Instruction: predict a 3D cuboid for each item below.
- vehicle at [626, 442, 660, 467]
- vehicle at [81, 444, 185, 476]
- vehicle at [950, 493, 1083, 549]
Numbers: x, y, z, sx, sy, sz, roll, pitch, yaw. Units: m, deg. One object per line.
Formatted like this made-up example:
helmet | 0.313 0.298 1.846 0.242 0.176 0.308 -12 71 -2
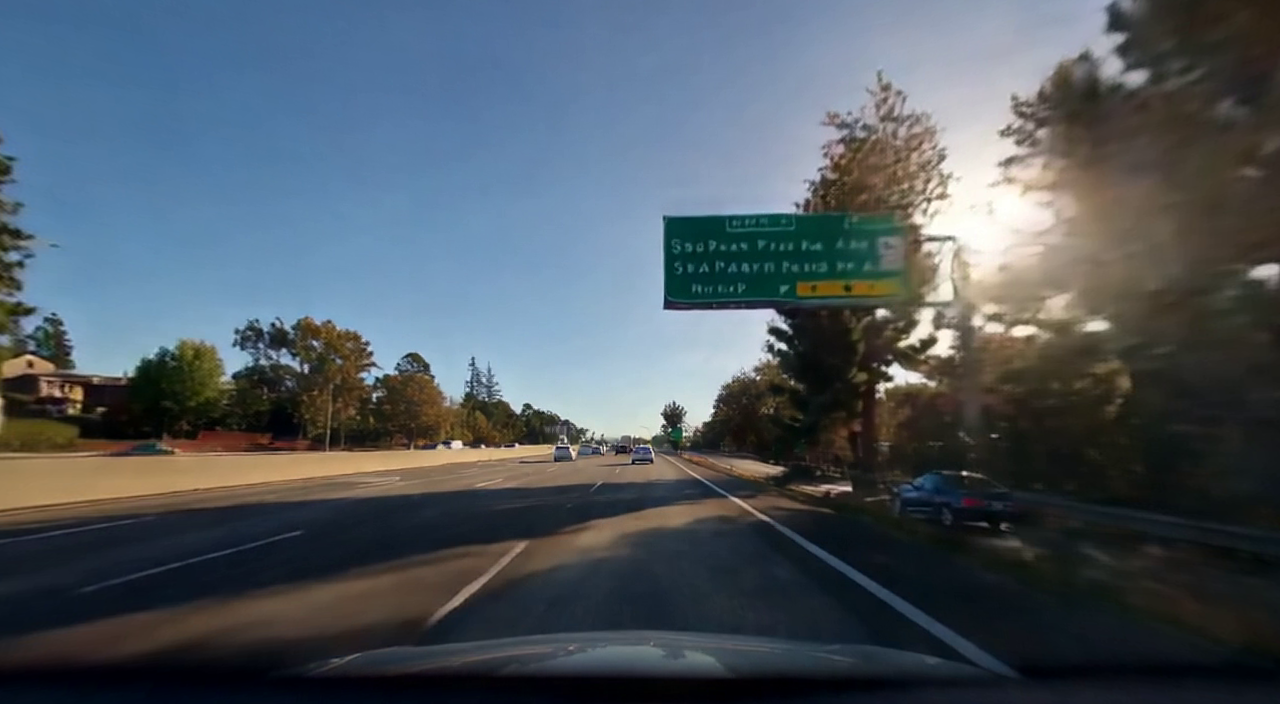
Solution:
vehicle | 0.211 6.401 39.565 2.051 1.443 3.770 0 -8 1
vehicle | -26.692 5.654 33.398 1.907 1.561 4.287 0 -8 1
vehicle | 18.379 8.264 31.300 2.599 1.962 5.759 1 -8 -6
